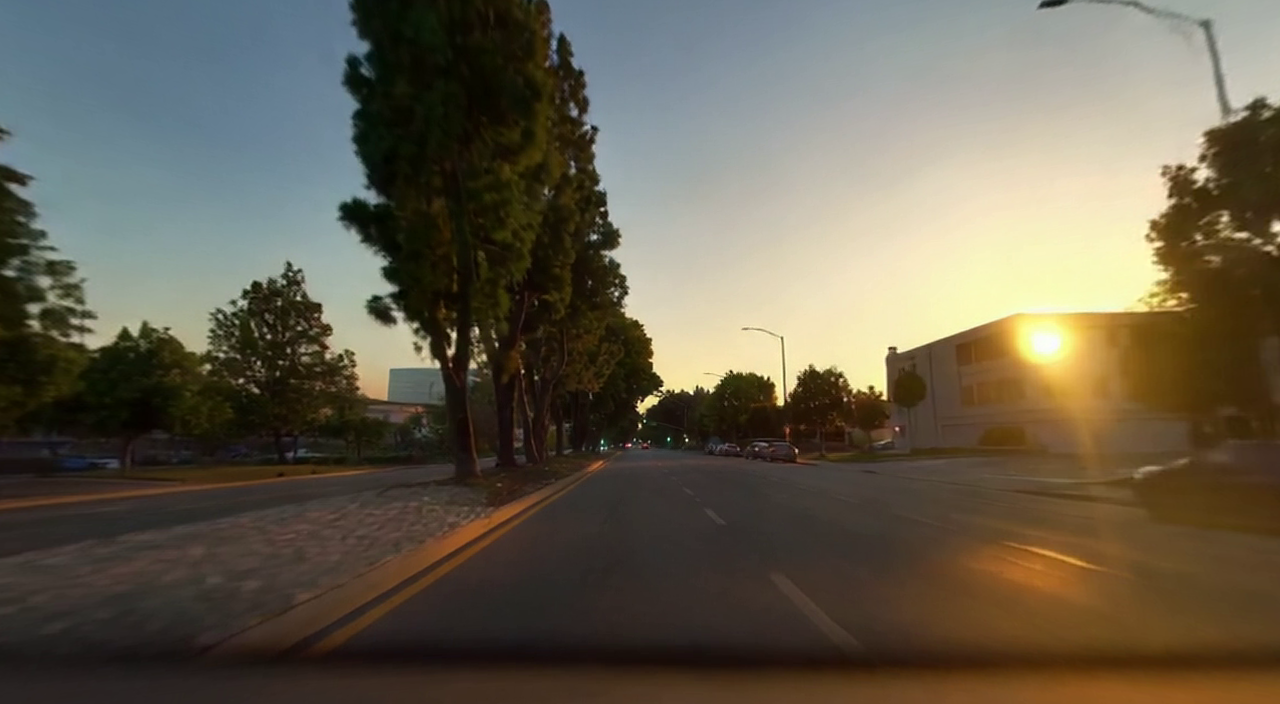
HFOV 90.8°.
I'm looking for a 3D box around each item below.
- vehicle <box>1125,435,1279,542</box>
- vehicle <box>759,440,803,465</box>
[{"bbox_3d":[9.938,1.952,9.136,1.996,1.488,4.810,0,-9,0],"label":"vehicle"},{"bbox_3d":[9.896,7.087,44.814,1.984,1.672,4.262,0,-9,-2],"label":"vehicle"}]
